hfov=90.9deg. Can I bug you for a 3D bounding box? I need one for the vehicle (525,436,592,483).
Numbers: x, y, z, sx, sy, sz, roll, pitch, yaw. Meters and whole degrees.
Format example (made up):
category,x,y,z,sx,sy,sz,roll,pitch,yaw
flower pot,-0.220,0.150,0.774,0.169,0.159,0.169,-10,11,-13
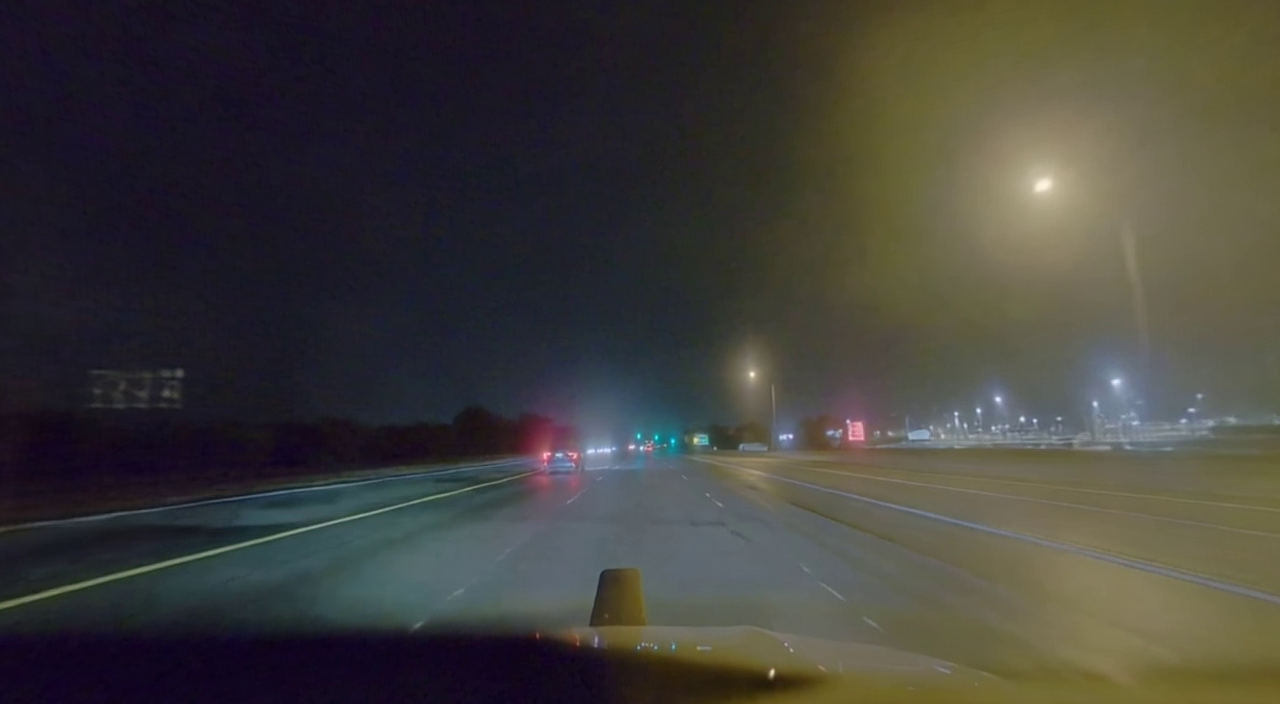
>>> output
category,x,y,z,sx,sy,sz,roll,pitch,yaw
vehicle,-3.154,4.268,25.413,2.072,1.706,4.359,0,-8,1
